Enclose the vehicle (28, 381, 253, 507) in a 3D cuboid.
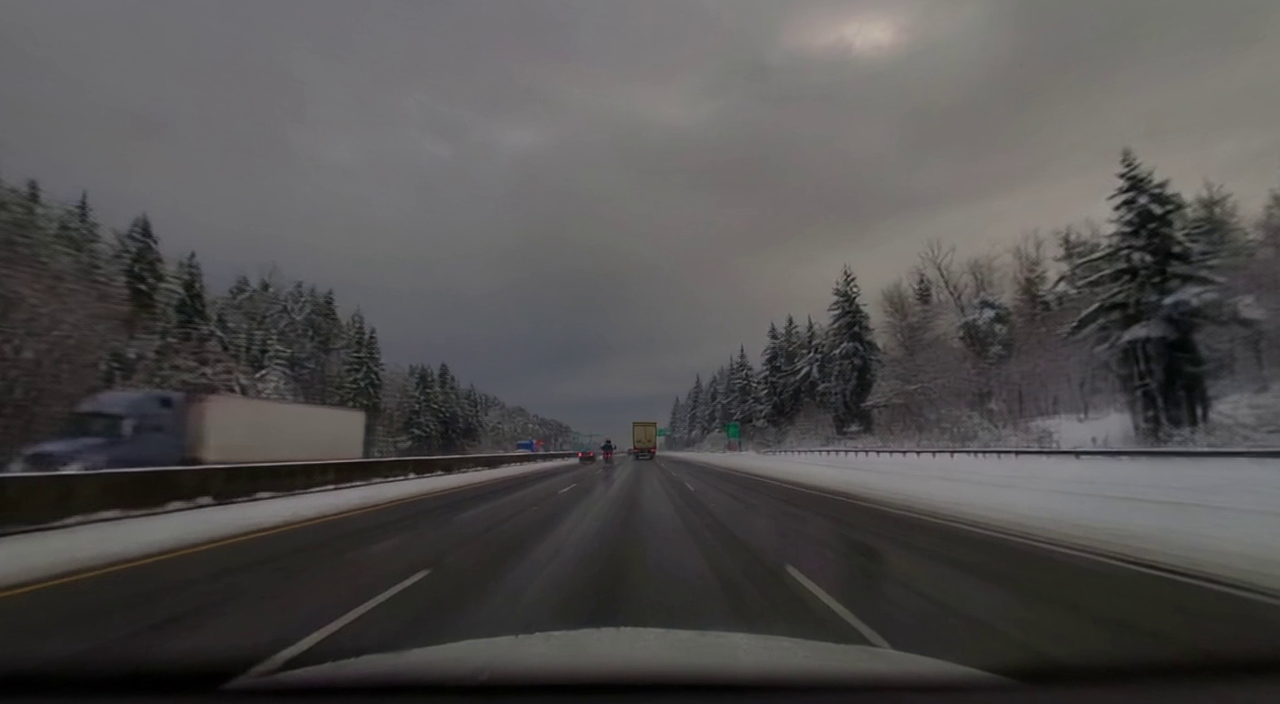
[{"bbox_3d":[-17.532,3.316,22.817,3.007,3.936,5.906,0,-9,0],"label":"vehicle"}]
